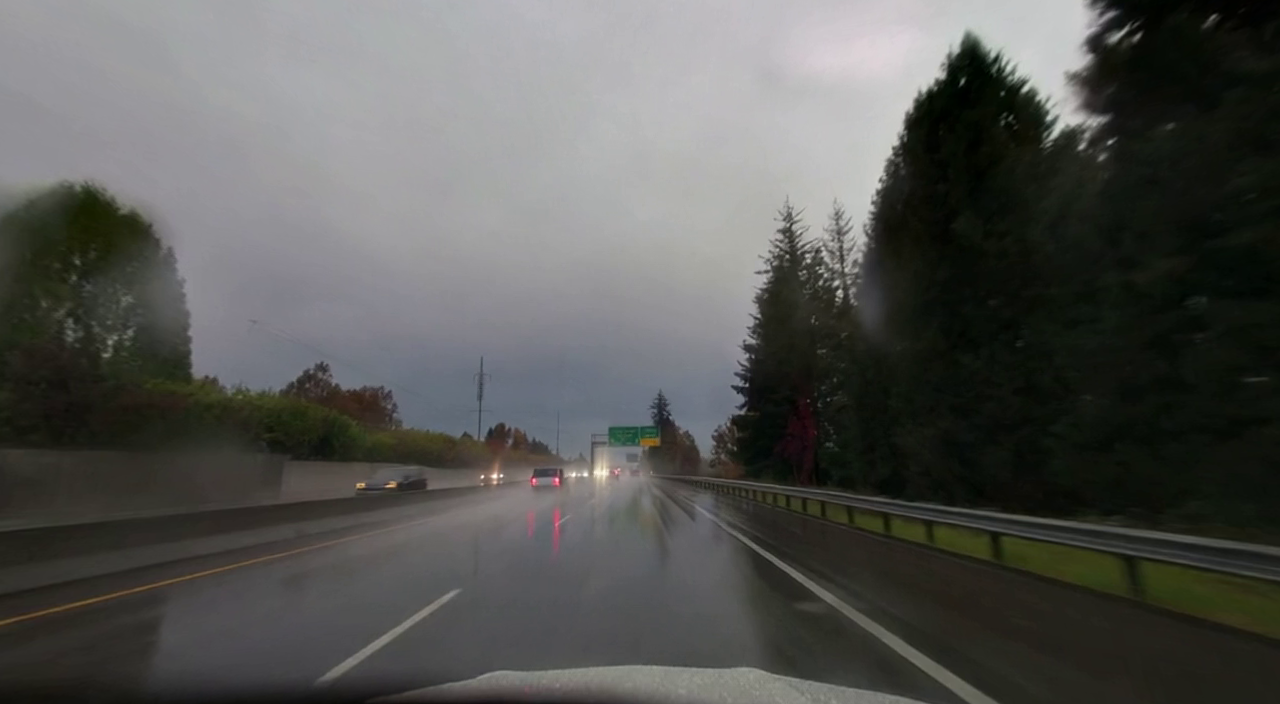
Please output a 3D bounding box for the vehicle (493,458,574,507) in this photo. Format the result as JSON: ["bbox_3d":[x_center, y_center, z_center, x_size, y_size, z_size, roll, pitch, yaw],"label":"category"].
[{"bbox_3d":[-3.986,5.015,24.449,2.239,1.687,4.598,1,-11,1],"label":"vehicle"}]
